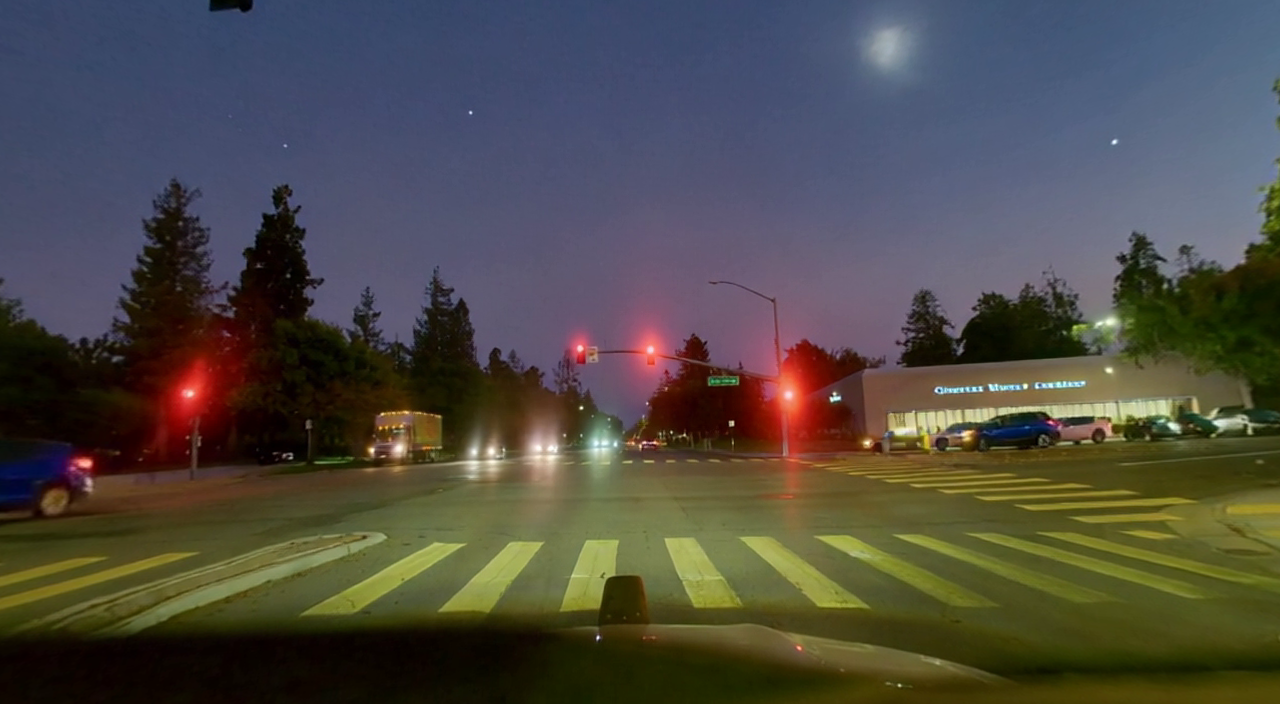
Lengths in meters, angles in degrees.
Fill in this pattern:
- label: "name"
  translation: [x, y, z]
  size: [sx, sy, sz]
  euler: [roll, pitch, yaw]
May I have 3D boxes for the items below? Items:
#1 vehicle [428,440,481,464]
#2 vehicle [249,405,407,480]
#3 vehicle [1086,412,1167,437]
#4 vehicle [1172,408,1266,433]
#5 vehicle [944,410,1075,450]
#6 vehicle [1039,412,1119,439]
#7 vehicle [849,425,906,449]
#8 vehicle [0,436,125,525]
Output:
- label: "vehicle"
  translation: [-12.077, 6.539, 41.367]
  size: [1.996, 1.482, 4.772]
  euler: [0, -8, 0]
- label: "vehicle"
  translation: [-16.596, 5.050, 34.967]
  size: [3.161, 3.455, 11.058]
  euler: [0, -8, 0]
- label: "vehicle"
  translation: [31.375, 4.727, 40.800]
  size: [1.823, 1.480, 4.003]
  euler: [0, -8, -3]
- label: "vehicle"
  translation: [38.351, 4.606, 41.919]
  size: [1.715, 1.480, 4.701]
  euler: [0, -8, -1]
- label: "vehicle"
  translation: [16.334, 3.490, 28.043]
  size: [4.566, 1.670, 2.000]
  euler: [0, -8, -3]
- label: "vehicle"
  translation: [28.953, 4.901, 41.760]
  size: [2.070, 1.652, 4.408]
  euler: [0, -8, -1]
- label: "vehicle"
  translation: [17.416, 6.246, 46.318]
  size: [3.329, 1.415, 1.821]
  euler: [-6, -9, 2]
- label: "vehicle"
  translation: [-11.757, 2.196, 10.793]
  size: [1.996, 1.489, 4.566]
  euler: [0, -8, 0]
